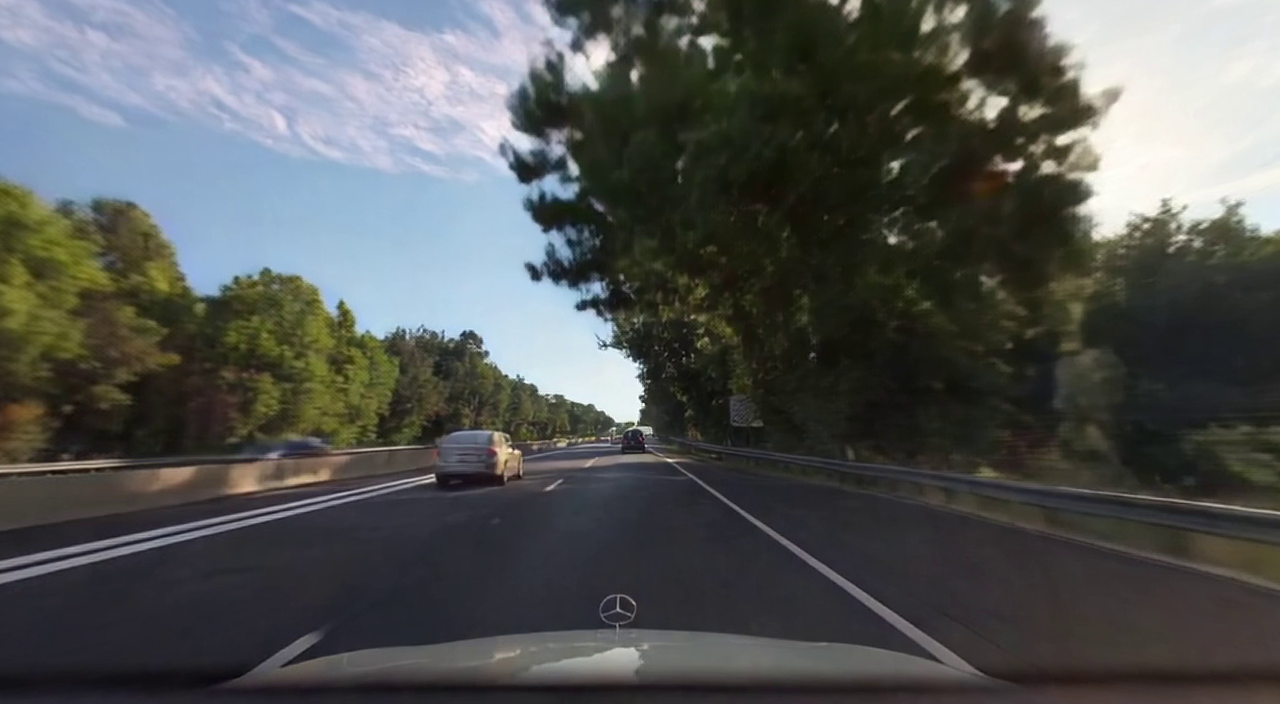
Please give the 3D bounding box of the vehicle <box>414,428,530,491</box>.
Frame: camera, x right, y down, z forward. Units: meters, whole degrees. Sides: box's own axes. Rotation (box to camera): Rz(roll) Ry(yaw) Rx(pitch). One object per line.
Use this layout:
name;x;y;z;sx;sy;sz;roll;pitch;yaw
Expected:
vehicle;-4.420;2.883;17.330;2.030;1.491;4.046;0;-8;1

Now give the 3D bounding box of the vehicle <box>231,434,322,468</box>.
vehicle;-17.490;4.764;30.568;1.865;1.505;4.337;0;-8;0

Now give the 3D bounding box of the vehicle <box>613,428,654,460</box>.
vehicle;-0.352;5.025;34.497;2.134;1.654;4.174;0;-8;-1
